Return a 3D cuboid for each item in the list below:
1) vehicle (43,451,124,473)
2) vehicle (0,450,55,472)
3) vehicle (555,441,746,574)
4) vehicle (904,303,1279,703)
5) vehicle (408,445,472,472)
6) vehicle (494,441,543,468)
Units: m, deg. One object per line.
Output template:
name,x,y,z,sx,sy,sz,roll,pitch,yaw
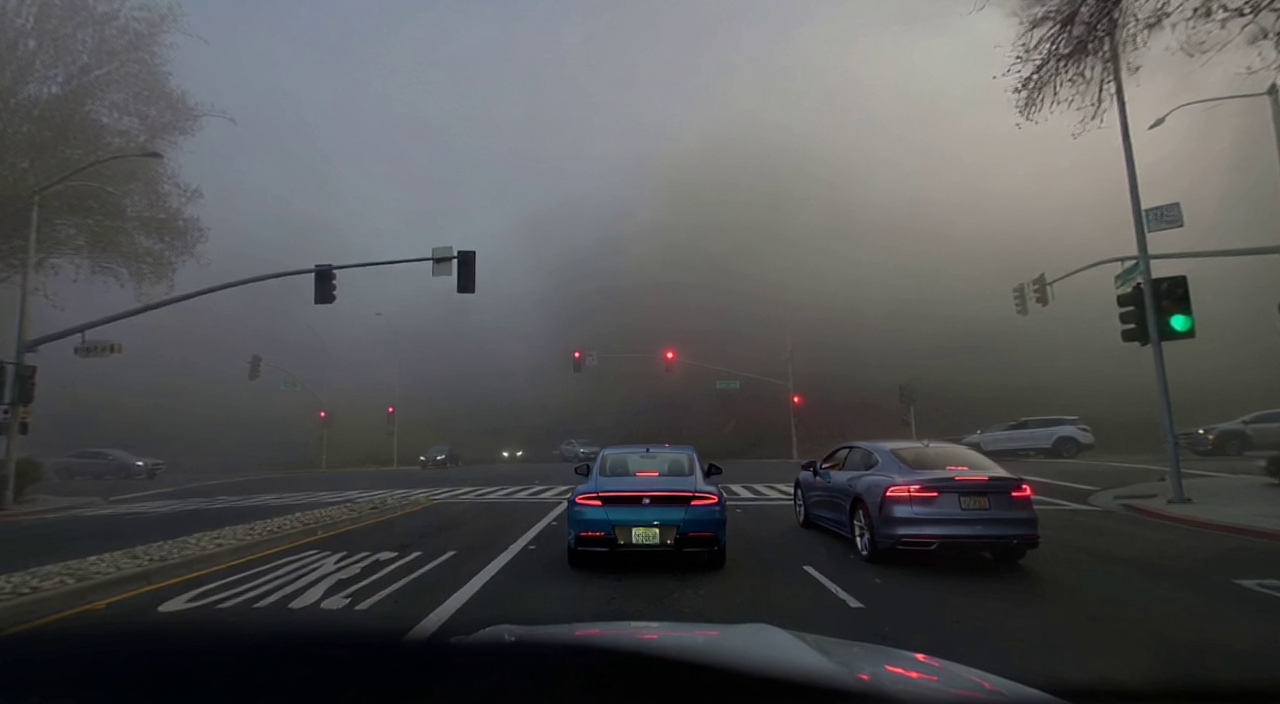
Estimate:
vehicle,-41.293,8.159,46.806,4.195,1.533,1.752,0,-8,-3
vehicle,-46.149,7.969,46.173,4.545,1.558,1.833,0,-8,-3
vehicle,0.123,1.875,8.396,1.945,1.343,3.827,0,-8,1
vehicle,3.111,0.809,2.528,2.143,1.759,4.531,0,-8,0
vehicle,-11.574,6.160,36.818,2.053,1.436,4.494,-1,-8,3
vehicle,-7.897,6.672,41.320,2.091,1.651,4.870,-1,-8,2
